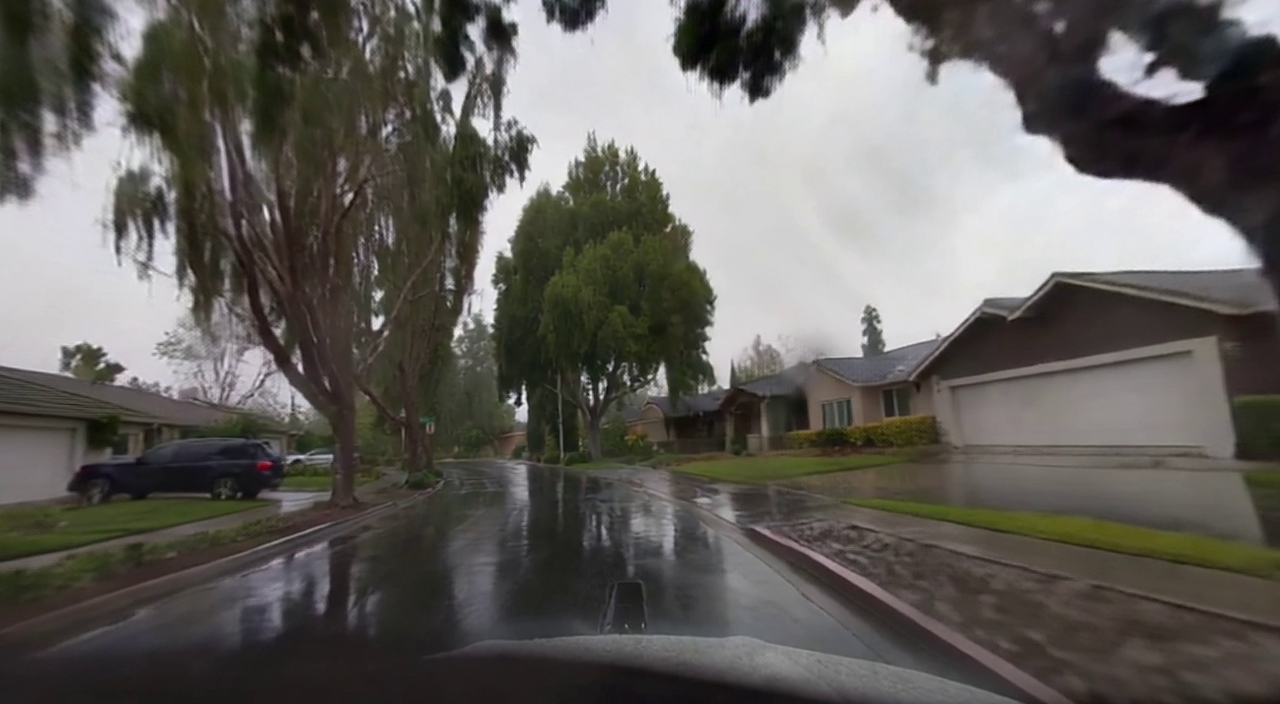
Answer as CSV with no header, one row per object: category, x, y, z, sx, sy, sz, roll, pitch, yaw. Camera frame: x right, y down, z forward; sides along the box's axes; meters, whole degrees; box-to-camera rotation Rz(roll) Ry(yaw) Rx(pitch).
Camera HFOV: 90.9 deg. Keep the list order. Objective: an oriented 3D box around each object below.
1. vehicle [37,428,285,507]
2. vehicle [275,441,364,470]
vehicle,-12.699,3.065,17.194,4.961,1.757,1.971,1,-8,-21
vehicle,-19.457,6.298,38.493,4.471,1.638,1.877,2,-8,-17
